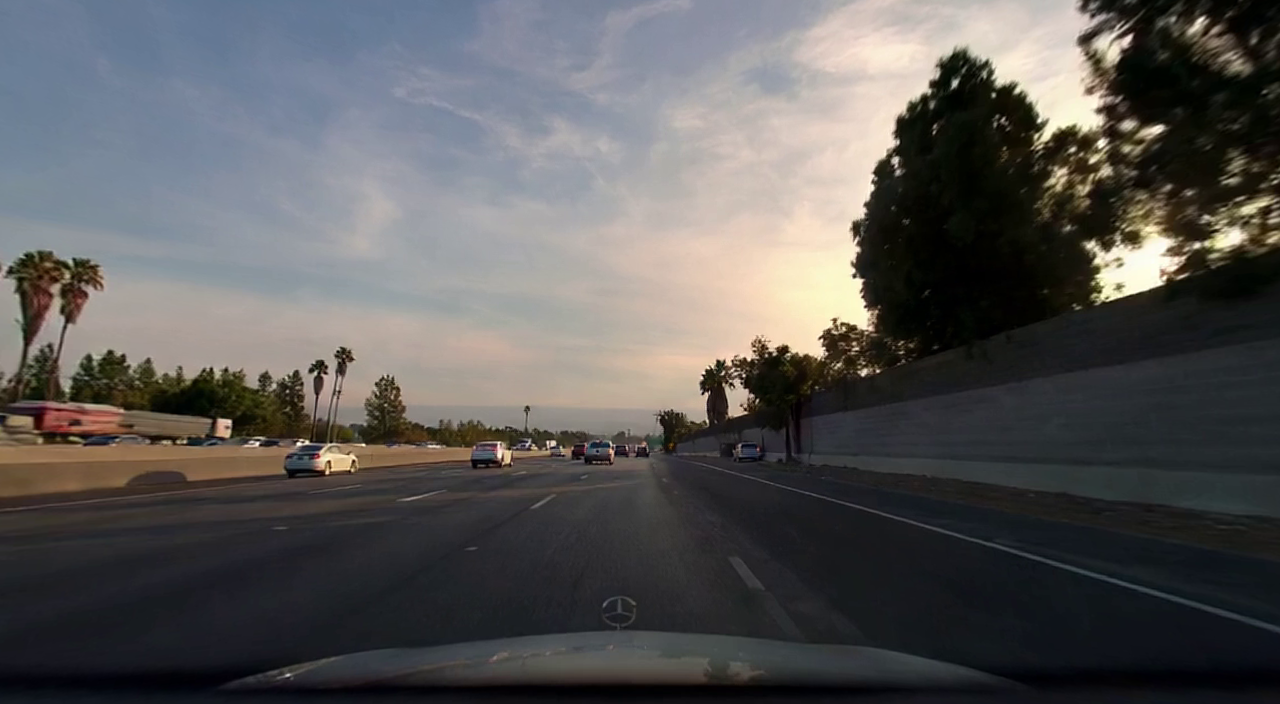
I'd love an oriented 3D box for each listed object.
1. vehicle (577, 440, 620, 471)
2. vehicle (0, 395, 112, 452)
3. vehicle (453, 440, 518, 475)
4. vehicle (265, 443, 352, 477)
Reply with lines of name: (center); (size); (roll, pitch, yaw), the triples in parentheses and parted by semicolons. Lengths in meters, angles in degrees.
vehicle: (-2.249, 5.829, 35.710); (2.201, 1.672, 4.128); (0, -9, -1)
vehicle: (-40.421, 4.949, 42.625); (2.972, 3.490, 7.172); (-1, -9, 4)
vehicle: (-7.835, 5.393, 32.471); (2.204, 1.677, 4.438); (0, -9, 0)
vehicle: (-16.969, 5.523, 32.606); (1.916, 1.610, 4.445); (0, -9, 2)
